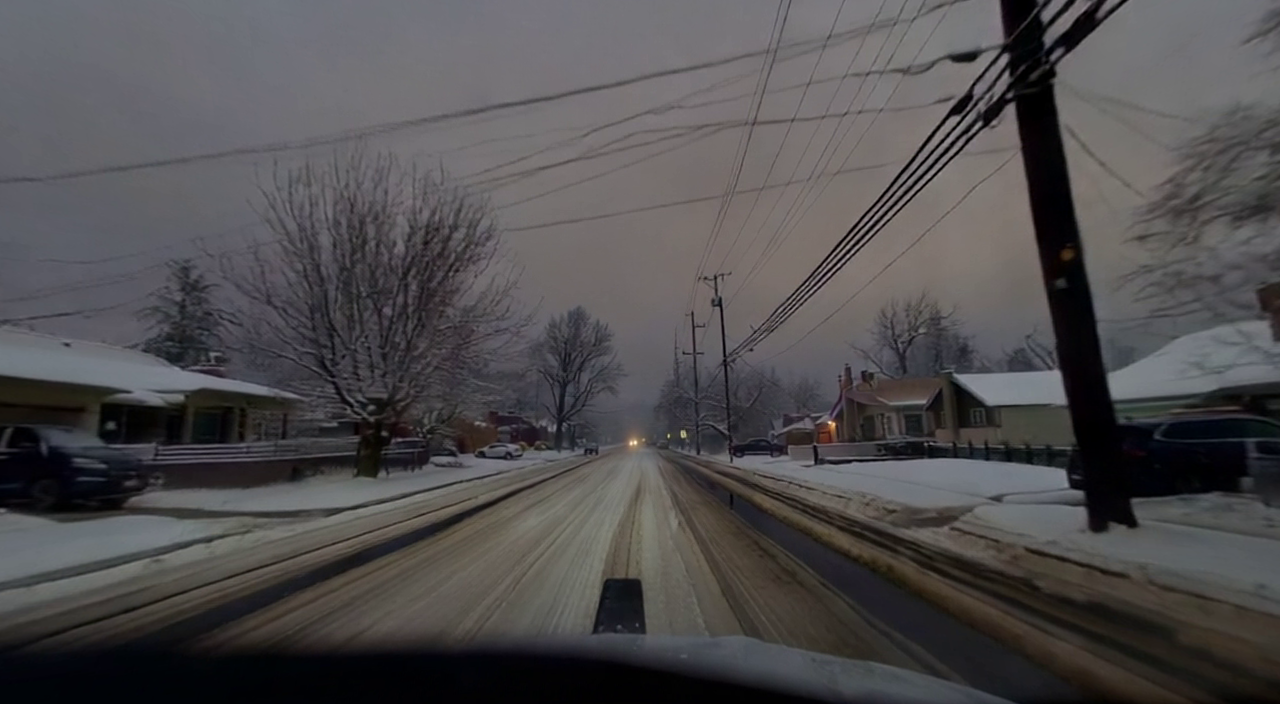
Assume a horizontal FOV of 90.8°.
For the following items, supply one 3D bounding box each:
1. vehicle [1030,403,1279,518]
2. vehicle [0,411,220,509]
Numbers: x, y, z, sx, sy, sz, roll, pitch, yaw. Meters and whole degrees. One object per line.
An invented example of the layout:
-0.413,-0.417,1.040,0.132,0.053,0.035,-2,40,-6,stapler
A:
10.255,1.875,11.169,5.221,1.798,2.211,0,-8,-2,vehicle
-12.365,2.236,13.306,5.186,1.842,2.465,0,-8,-1,vehicle
